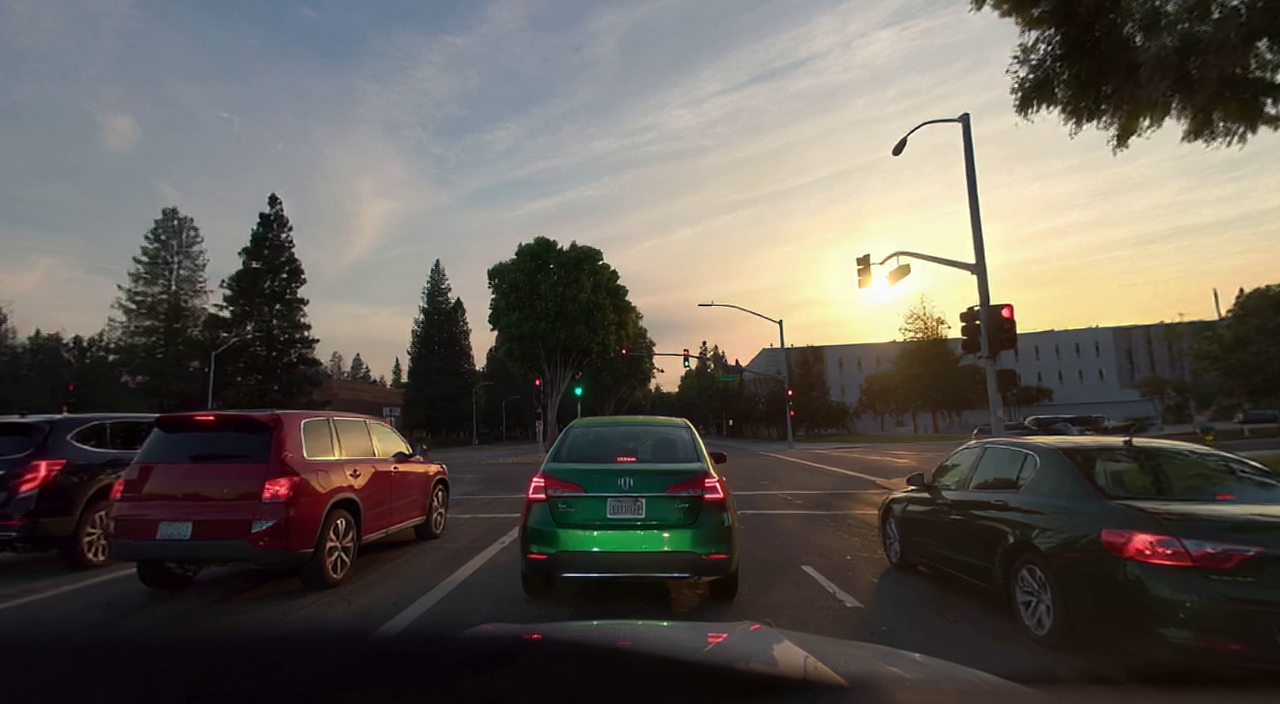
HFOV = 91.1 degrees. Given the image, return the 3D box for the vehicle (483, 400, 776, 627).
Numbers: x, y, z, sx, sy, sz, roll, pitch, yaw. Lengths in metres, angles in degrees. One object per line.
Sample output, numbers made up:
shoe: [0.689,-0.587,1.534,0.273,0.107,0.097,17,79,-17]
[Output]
vehicle: [-0.056,1.401,6.303,2.047,1.579,3.642,0,-8,1]

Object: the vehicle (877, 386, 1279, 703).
vehicle: [3.591,1.199,4.601,2.010,1.486,4.498,0,-8,1]

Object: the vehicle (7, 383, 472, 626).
vehicle: [-3.553,1.429,6.855,2.014,1.755,4.360,0,-8,3]
